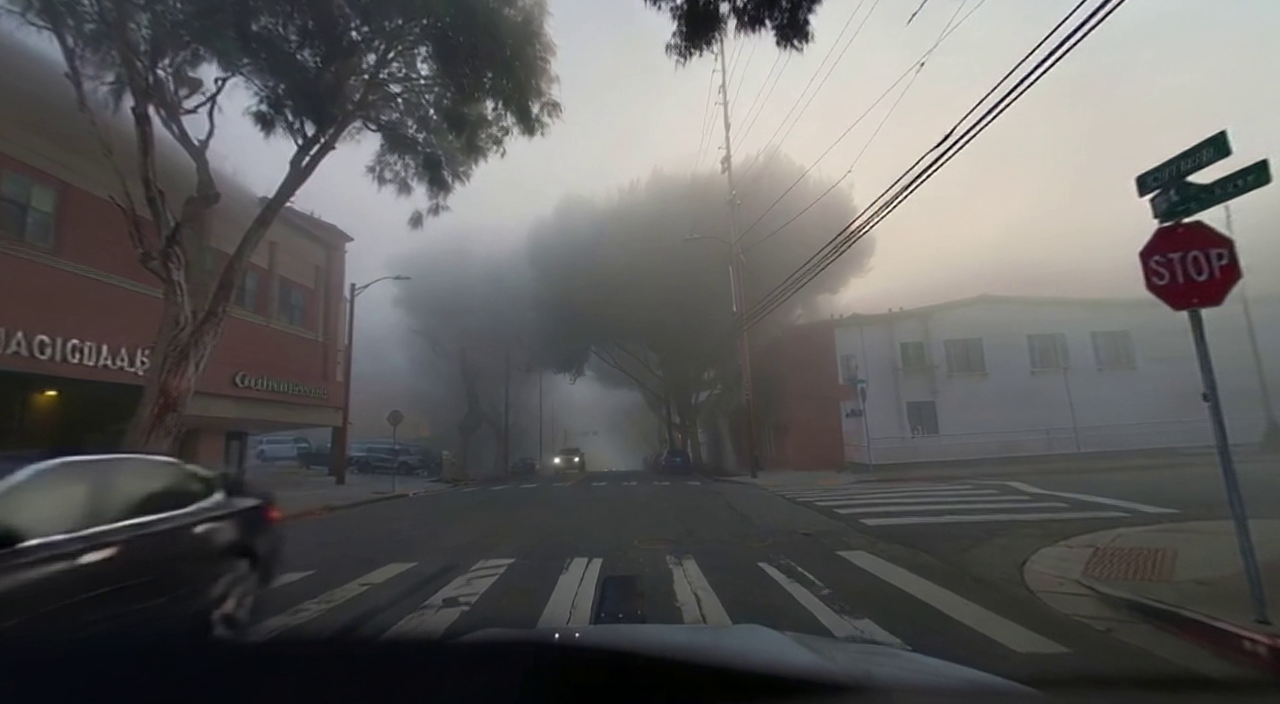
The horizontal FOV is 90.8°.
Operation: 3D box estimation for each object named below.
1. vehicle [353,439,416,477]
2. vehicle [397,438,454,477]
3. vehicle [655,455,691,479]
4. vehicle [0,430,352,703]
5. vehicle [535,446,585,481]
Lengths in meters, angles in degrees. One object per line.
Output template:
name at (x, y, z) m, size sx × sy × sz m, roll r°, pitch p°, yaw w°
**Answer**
vehicle at (-19.486, 8.058, 48.561) m, size 2.256 × 2.668 × 5.979 m, roll 0°, pitch -7°, yaw 0°
vehicle at (-16.558, 8.181, 49.118) m, size 2.715 × 2.789 × 6.225 m, roll 0°, pitch -9°, yaw -5°
vehicle at (2.102, 7.384, 40.781) m, size 1.877 × 1.373 × 3.854 m, roll 0°, pitch -9°, yaw -4°
vehicle at (-3.908, 1.291, 3.958) m, size 2.140 × 1.512 × 4.536 m, roll 0°, pitch -8°, yaw -1°
vehicle at (-4.843, 6.792, 38.897) m, size 2.495 × 1.966 × 4.846 m, roll 0°, pitch -9°, yaw -1°
